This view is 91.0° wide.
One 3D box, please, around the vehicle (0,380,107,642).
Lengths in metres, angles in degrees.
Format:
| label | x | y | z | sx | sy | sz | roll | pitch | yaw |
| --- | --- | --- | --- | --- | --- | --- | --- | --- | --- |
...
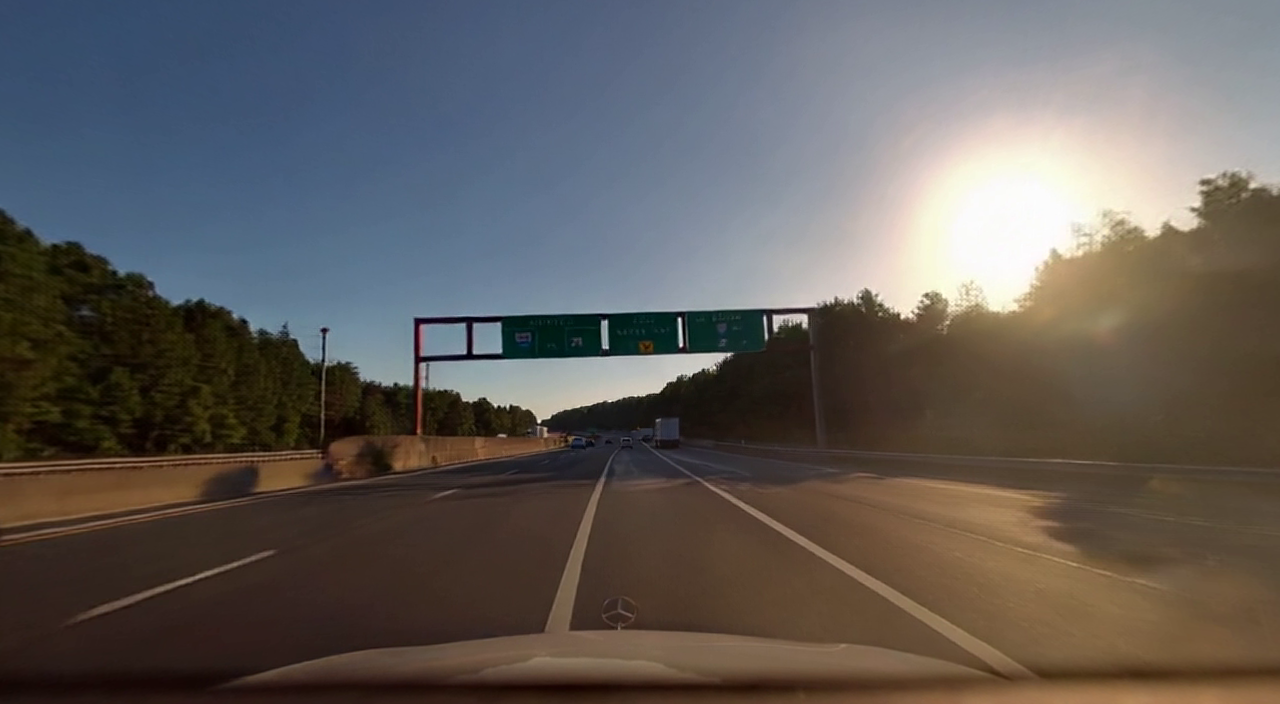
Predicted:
| label | x | y | z | sx | sy | sz | roll | pitch | yaw |
| --- | --- | --- | --- | --- | --- | --- | --- | --- | --- |
| vehicle | -5.036 | 0.788 | 2.354 | 2.055 | 1.662 | 4.773 | 0 | -8 | -3 |
